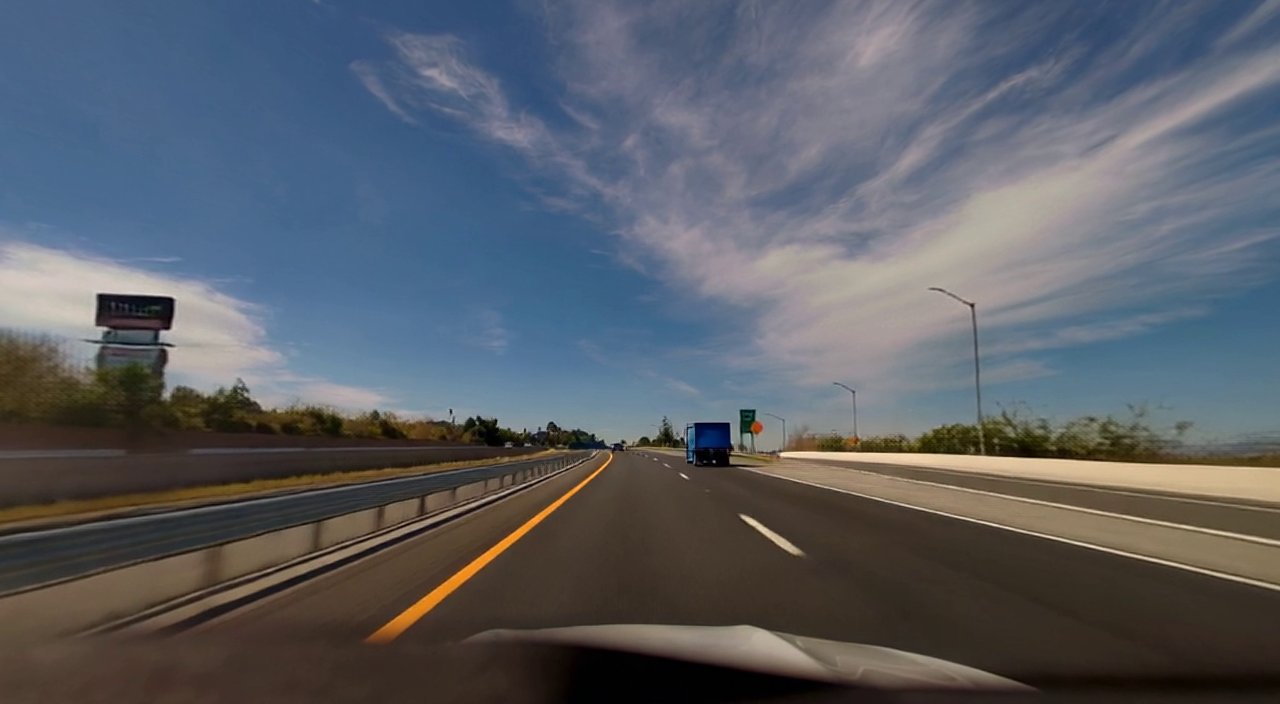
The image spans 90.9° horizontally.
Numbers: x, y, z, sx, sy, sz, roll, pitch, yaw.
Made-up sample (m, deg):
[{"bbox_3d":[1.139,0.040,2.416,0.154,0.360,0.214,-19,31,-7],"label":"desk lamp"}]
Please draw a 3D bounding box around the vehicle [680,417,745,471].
[{"bbox_3d":[3.582,4.764,32.505,2.430,2.495,6.062,0,-8,-1],"label":"vehicle"}]
